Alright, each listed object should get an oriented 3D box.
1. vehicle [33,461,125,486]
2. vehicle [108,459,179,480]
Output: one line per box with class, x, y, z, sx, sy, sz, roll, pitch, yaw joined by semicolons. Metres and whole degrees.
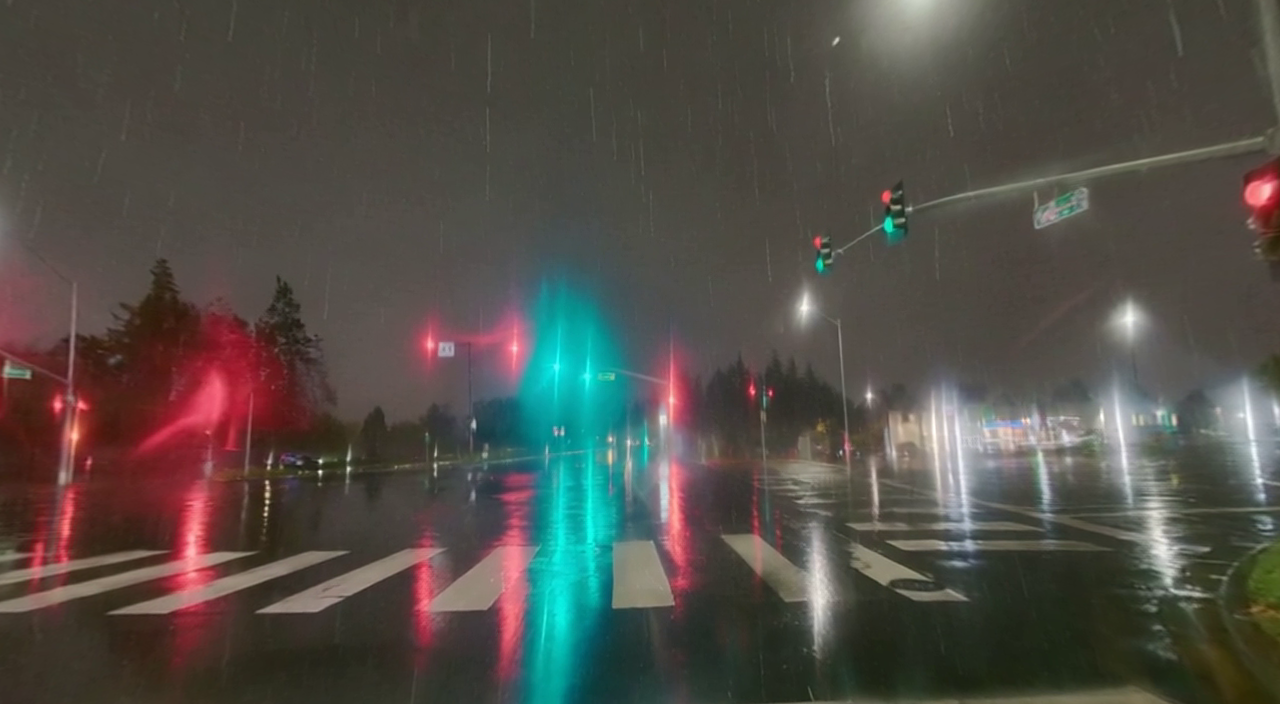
vehicle;-36.146;7.831;40.651;4.241;1.413;1.673;-1;-8;-1
vehicle;-35.898;8.508;45.645;3.681;1.423;1.680;0;-8;-1
